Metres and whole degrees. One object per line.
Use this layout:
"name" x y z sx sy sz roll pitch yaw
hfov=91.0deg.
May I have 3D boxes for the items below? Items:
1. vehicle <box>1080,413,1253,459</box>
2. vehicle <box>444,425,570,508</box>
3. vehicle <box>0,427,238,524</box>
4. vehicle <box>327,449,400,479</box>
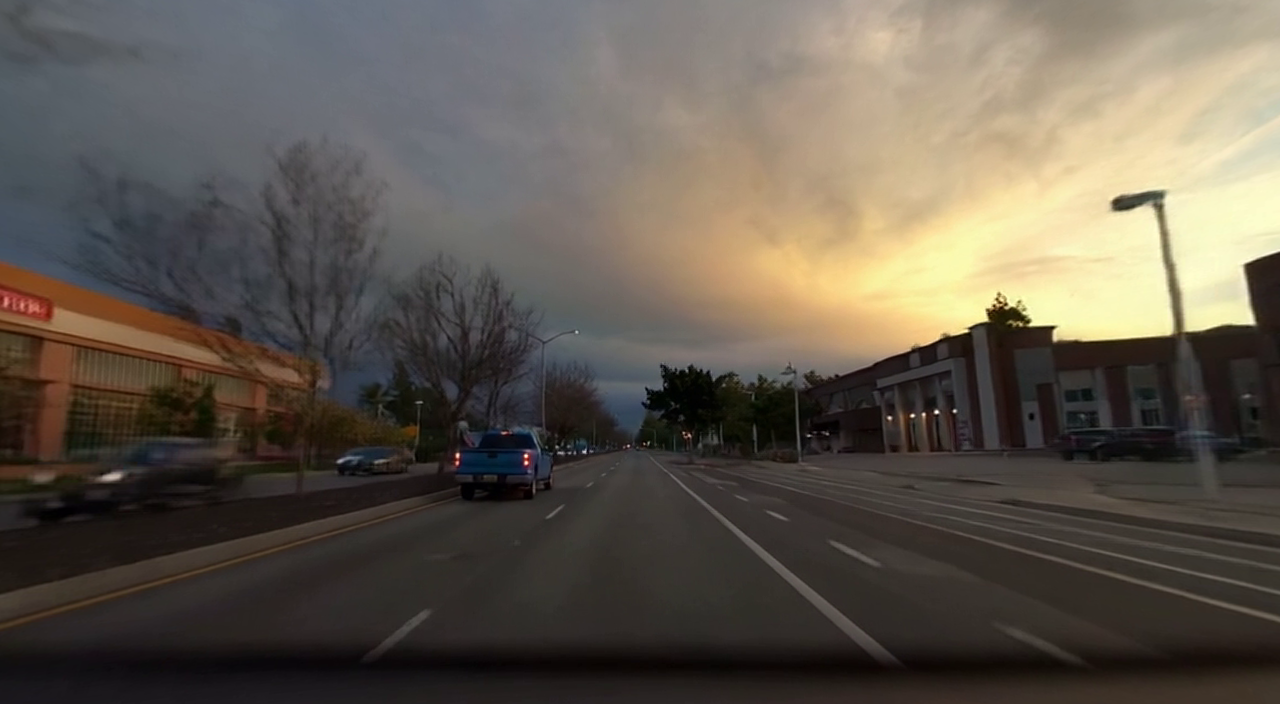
"vehicle" 26.148 4.255 31.478 6.324 1.986 2.478 -2 -9 0
"vehicle" -3.232 2.924 16.561 2.065 1.790 5.417 0 -9 1
"vehicle" -11.386 2.553 13.628 1.988 1.687 5.001 0 -9 0
"vehicle" -14.512 5.877 33.337 1.813 1.476 4.406 0 -9 1
